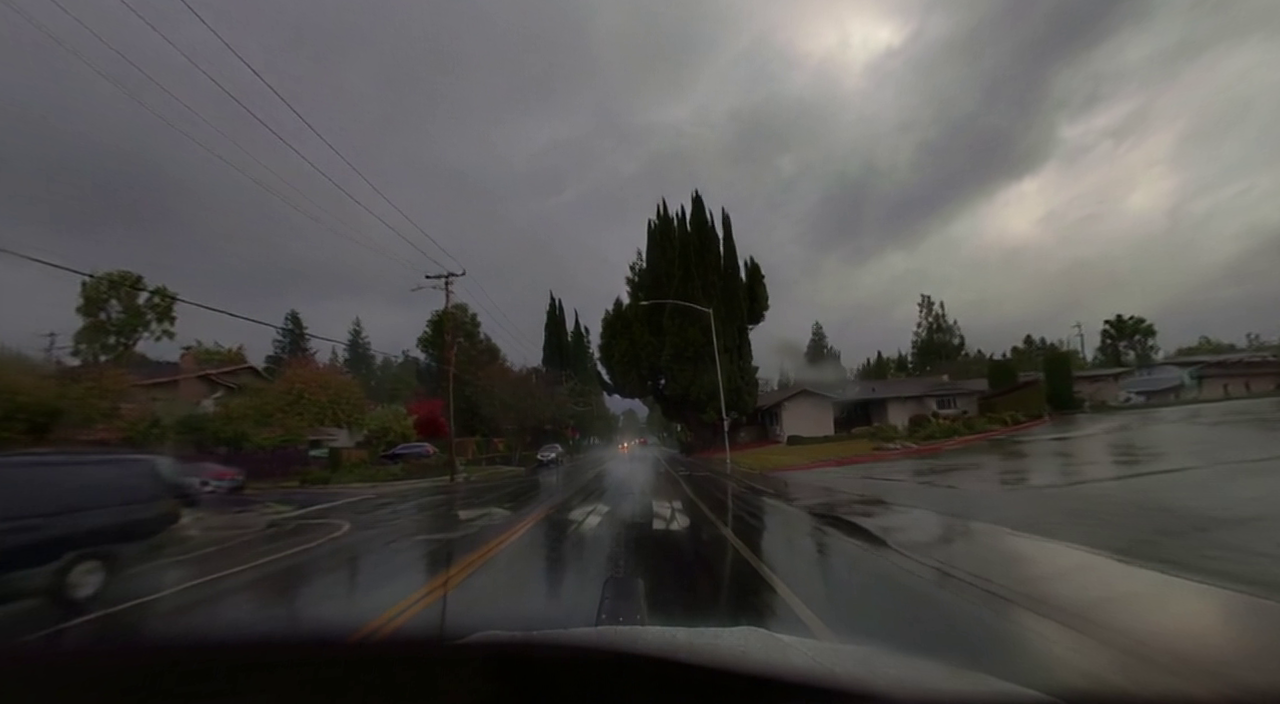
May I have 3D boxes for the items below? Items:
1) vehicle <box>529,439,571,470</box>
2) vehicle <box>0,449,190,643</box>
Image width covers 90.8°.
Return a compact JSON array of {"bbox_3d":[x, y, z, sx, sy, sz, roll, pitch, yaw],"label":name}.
[{"bbox_3d":[-6.408,7.383,45.488,2.176,1.885,5.174,-5,-9,0],"label":"vehicle"},{"bbox_3d":[-6.835,1.704,5.250,1.984,1.732,5.628,-1,-9,1],"label":"vehicle"}]
